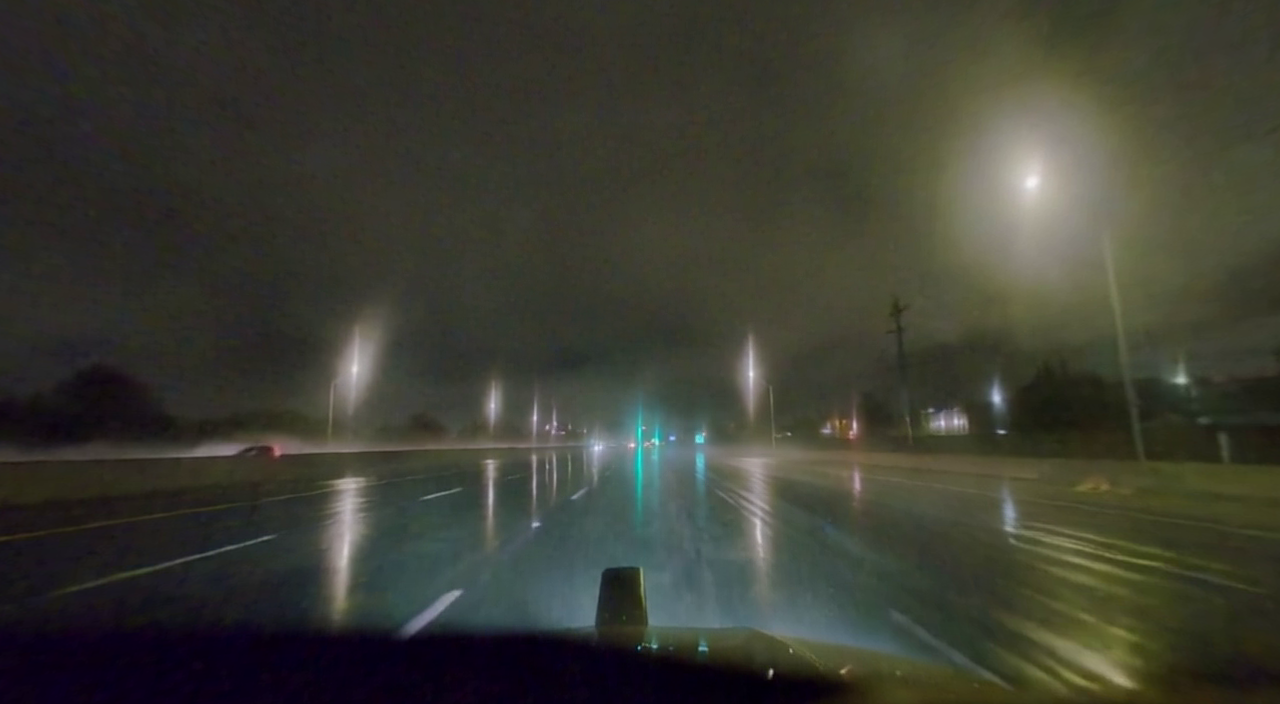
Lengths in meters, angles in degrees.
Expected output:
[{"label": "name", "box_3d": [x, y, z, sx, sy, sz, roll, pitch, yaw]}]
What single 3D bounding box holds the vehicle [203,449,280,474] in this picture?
[{"label": "vehicle", "box_3d": [-28.146, 7.713, 44.800, 2.043, 1.641, 5.089, 0, -8, 1]}]
